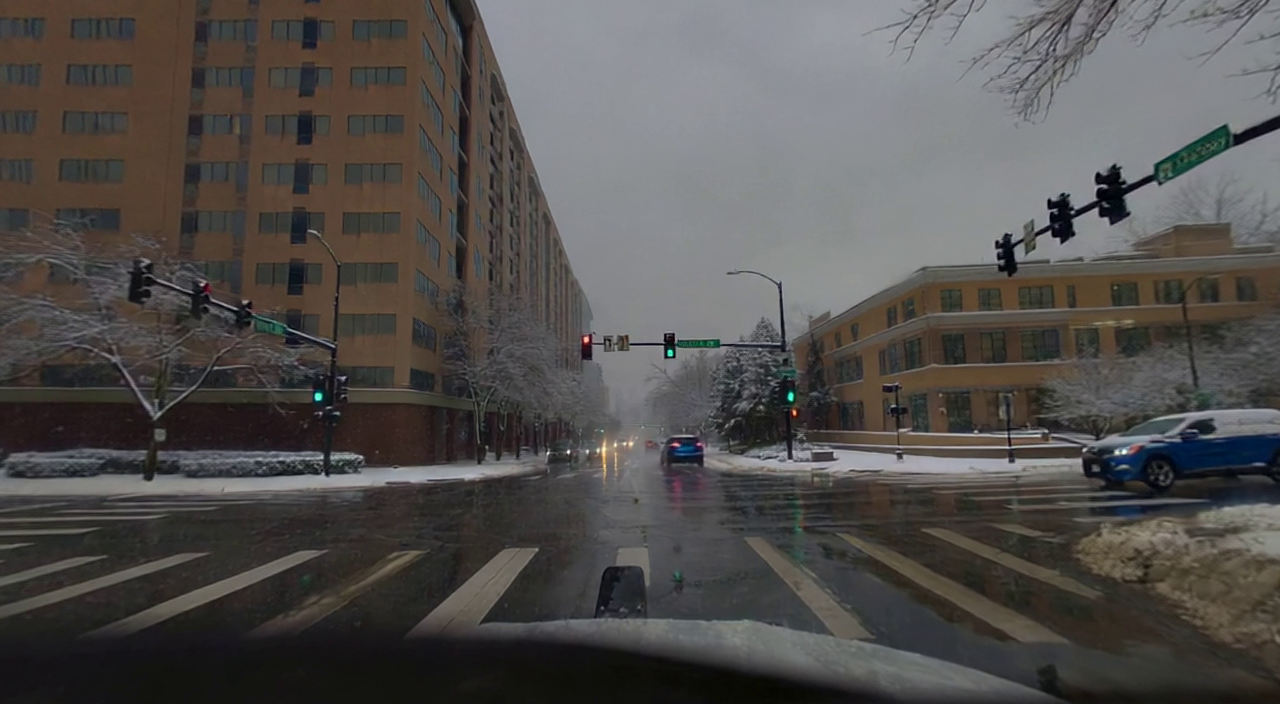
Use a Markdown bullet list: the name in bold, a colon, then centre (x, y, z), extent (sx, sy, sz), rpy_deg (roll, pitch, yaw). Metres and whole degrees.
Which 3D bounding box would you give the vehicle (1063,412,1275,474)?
- **vehicle**: centre (16.912, 2.942, 20.396), extent (4.802, 1.860, 2.146), rpy_deg (0, -8, 1)

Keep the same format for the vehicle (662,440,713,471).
- **vehicle**: centre (2.388, 5.332, 32.735), extent (2.039, 1.470, 4.355), rpy_deg (0, -8, -4)
